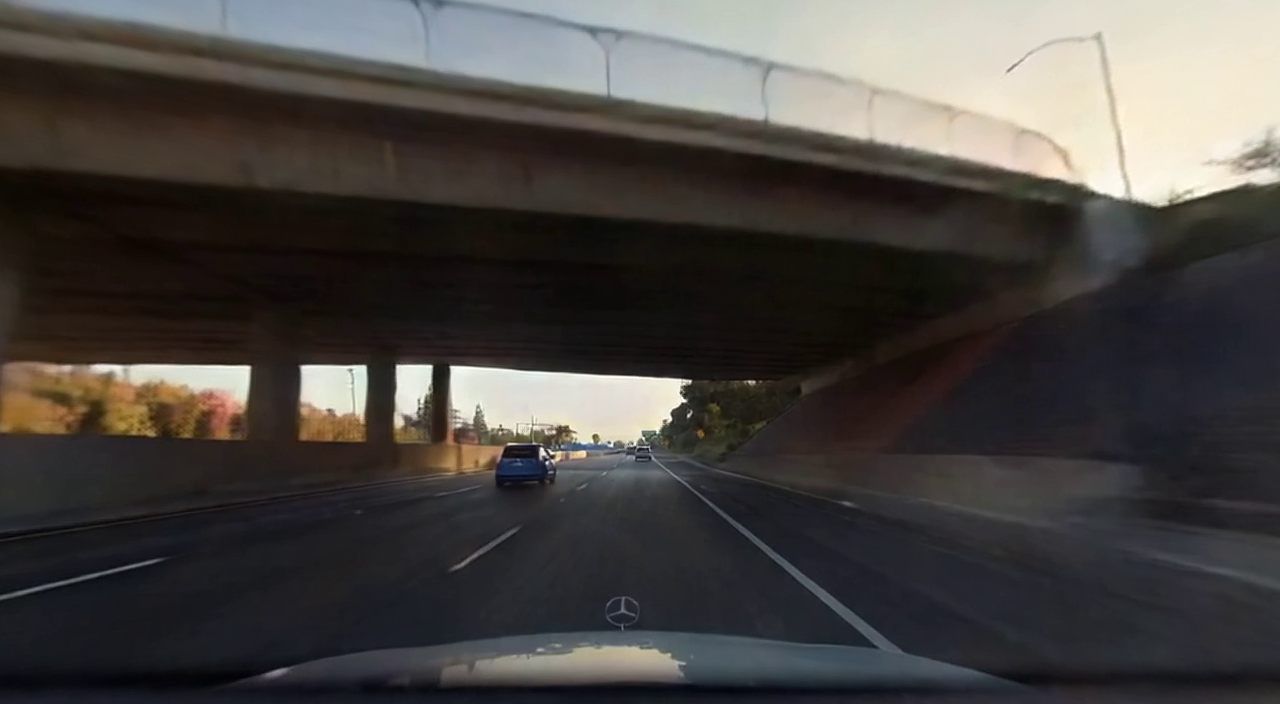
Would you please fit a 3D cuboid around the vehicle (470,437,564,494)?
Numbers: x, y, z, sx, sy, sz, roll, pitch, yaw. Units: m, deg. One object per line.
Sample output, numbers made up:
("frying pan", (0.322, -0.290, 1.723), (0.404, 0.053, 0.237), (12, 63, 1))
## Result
("vehicle", (-4.179, 3.960, 22.442), (2.272, 1.759, 5.058), (0, -9, 1))
